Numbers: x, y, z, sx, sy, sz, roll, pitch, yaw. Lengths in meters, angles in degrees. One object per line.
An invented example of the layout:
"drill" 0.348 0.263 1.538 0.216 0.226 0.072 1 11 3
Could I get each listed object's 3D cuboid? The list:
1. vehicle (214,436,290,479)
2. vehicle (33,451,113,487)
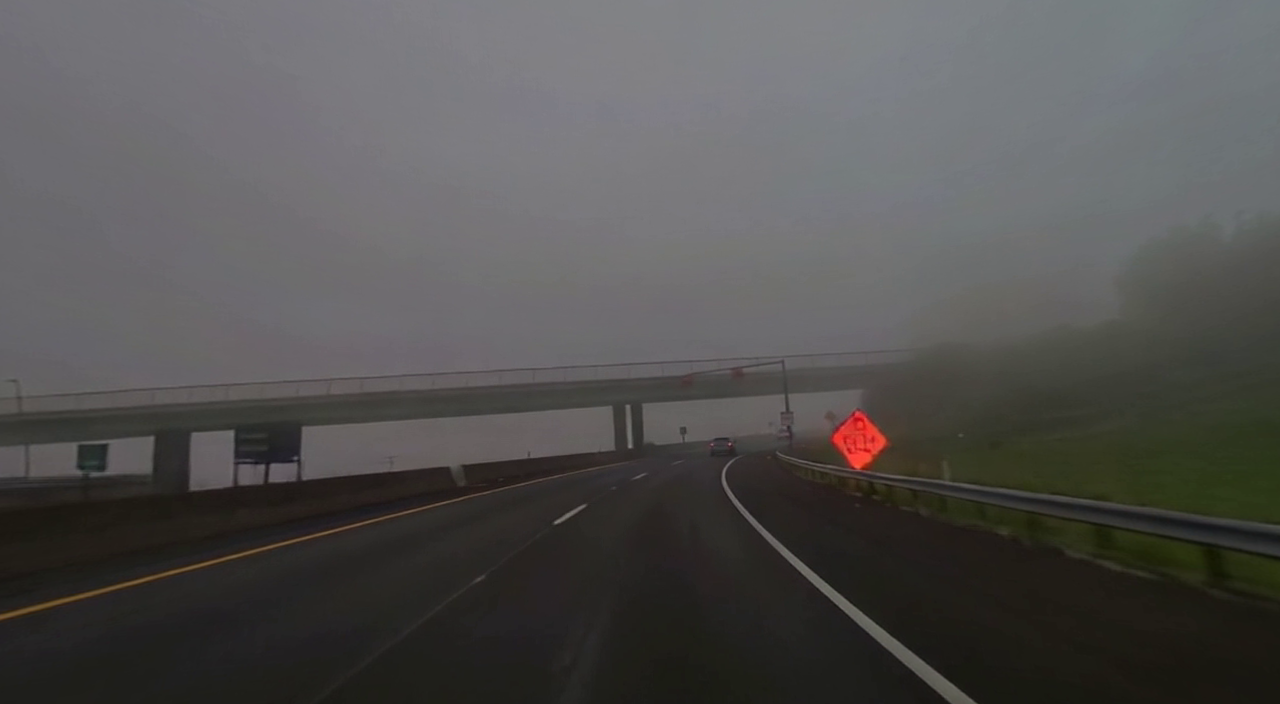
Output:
"vehicle" -29.533 7.995 48.176 3.208 3.081 4.948 1 -9 -10
"vehicle" -31.973 6.544 35.657 1.878 1.761 4.049 3 -8 -20
